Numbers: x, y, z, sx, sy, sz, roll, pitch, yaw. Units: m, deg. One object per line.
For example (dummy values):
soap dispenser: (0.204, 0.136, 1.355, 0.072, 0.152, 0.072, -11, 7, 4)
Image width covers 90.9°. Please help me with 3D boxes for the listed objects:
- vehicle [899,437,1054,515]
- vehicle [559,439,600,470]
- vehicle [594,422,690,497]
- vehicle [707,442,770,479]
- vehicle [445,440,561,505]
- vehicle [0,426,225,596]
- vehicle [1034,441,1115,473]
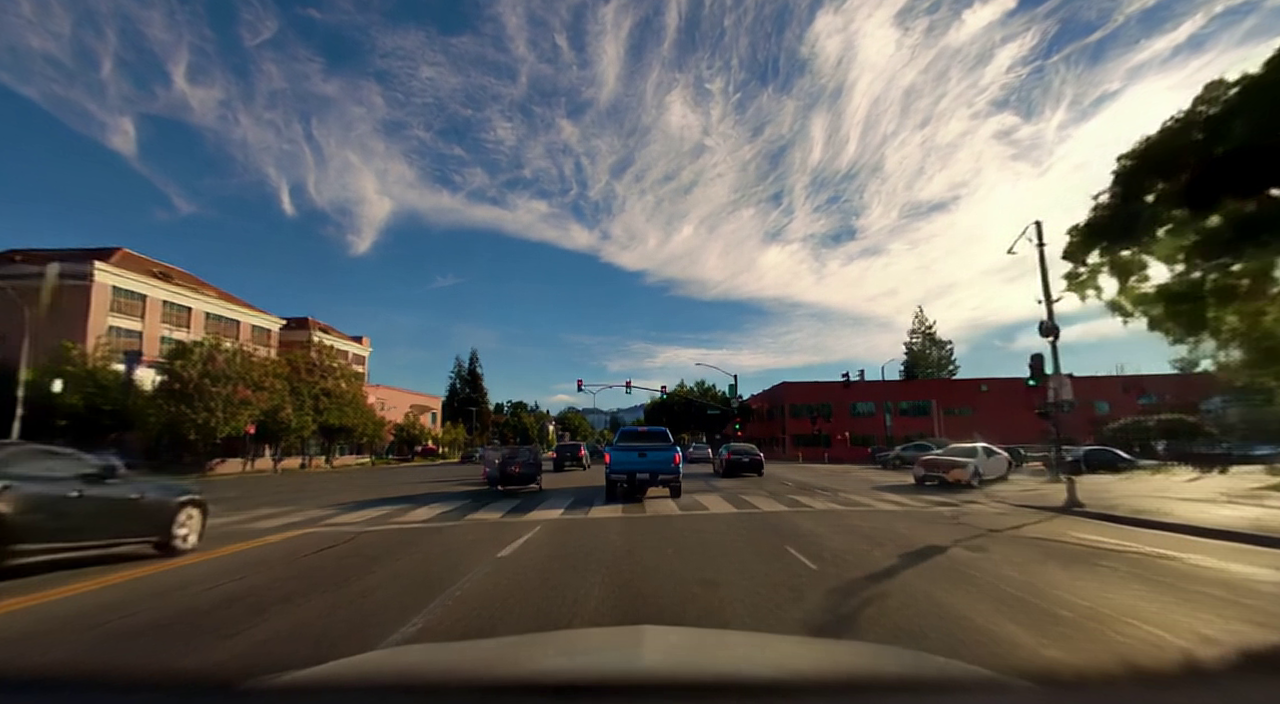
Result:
vehicle: (9.139, 3.348, 17.684, 2.126, 1.820, 4.521, 1, -8, 5)
vehicle: (-3.570, 6.168, 38.060, 2.018, 1.700, 4.142, 0, -8, 0)
vehicle: (0.053, 3.191, 19.044, 2.493, 1.934, 4.957, 0, -8, 0)
vehicle: (4.232, 4.737, 27.844, 1.968, 1.472, 4.456, 0, -8, -1)
vehicle: (-3.419, 3.087, 16.679, 1.986, 1.465, 4.509, 0, -8, 1)
vehicle: (-6.805, 1.582, 6.556, 1.907, 1.541, 4.364, -1, -8, 1)
vehicle: (28.516, 6.812, 41.312, 5.227, 1.935, 2.289, 5, -10, -32)
